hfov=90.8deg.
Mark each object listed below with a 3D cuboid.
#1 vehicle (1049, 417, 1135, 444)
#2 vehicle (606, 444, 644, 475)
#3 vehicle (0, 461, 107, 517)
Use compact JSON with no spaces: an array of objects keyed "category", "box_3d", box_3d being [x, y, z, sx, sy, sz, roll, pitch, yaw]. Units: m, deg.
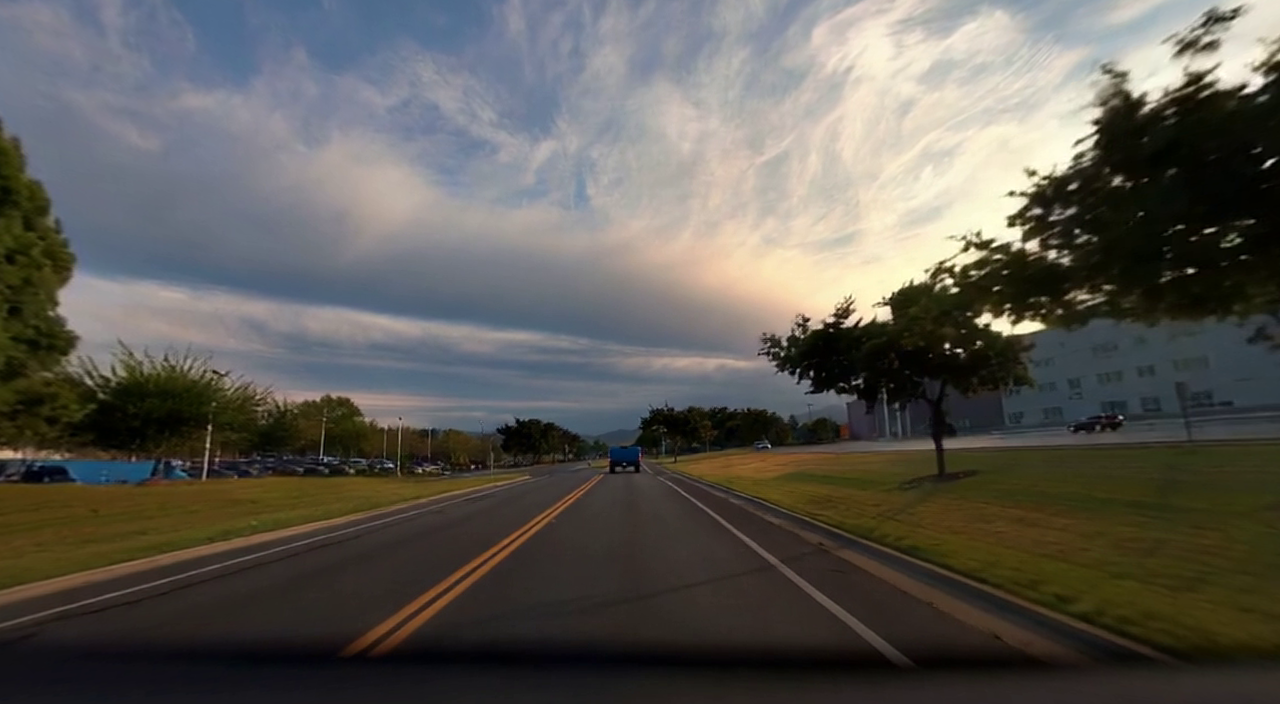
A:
[{"category":"vehicle","box_3d":[27.383,4.820,38.431,1.816,1.517,3.920,2,-9,-11]},{"category":"vehicle","box_3d":[-1.105,7.740,45.546,2.556,2.063,5.578,1,-9,-2]},{"category":"vehicle","box_3d":[-20.136,4.495,21.093,1.959,1.636,4.266,4,-10,-18]}]
